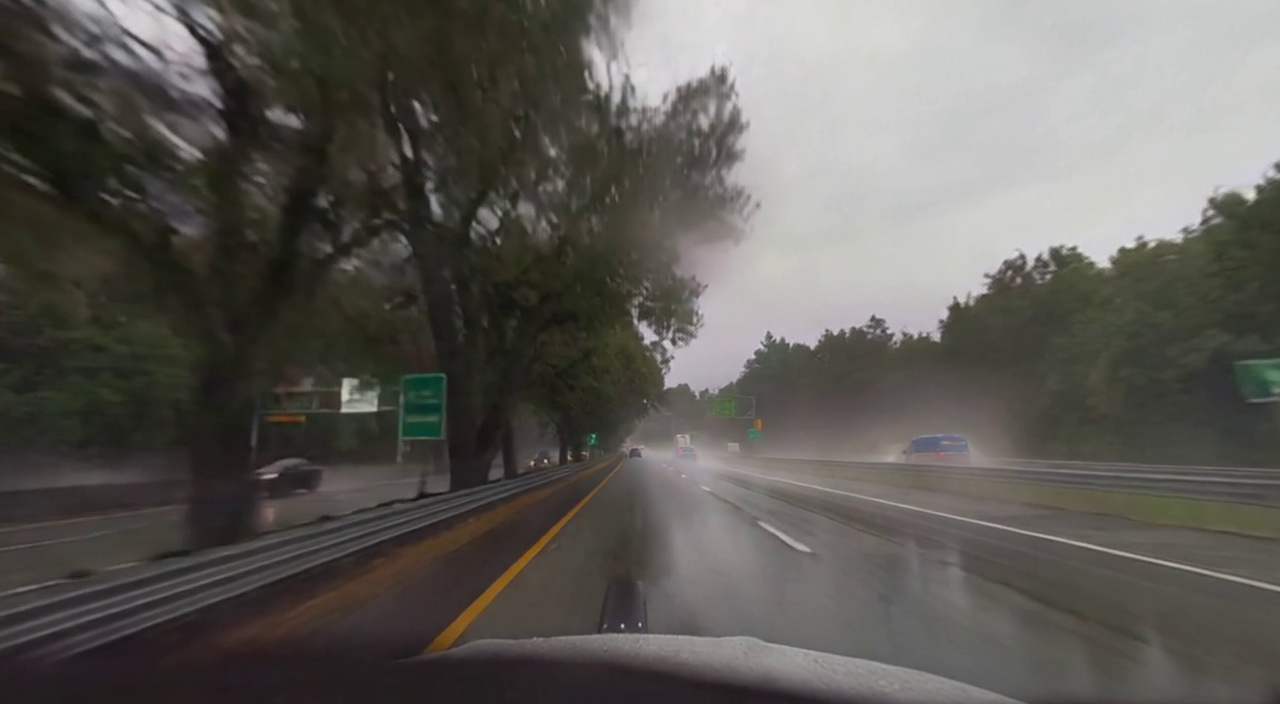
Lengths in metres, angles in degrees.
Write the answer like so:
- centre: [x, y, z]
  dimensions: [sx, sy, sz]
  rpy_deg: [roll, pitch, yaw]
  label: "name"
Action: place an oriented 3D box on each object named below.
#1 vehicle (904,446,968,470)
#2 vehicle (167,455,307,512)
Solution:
- centre: [18.759, 6.724, 40.078]
  dimensions: [1.926, 1.386, 3.719]
  rpy_deg: [1, -9, -7]
  label: "vehicle"
- centre: [-12.686, 4.121, 20.182]
  dimensions: [1.854, 1.581, 3.953]
  rpy_deg: [0, -9, 0]
  label: "vehicle"
